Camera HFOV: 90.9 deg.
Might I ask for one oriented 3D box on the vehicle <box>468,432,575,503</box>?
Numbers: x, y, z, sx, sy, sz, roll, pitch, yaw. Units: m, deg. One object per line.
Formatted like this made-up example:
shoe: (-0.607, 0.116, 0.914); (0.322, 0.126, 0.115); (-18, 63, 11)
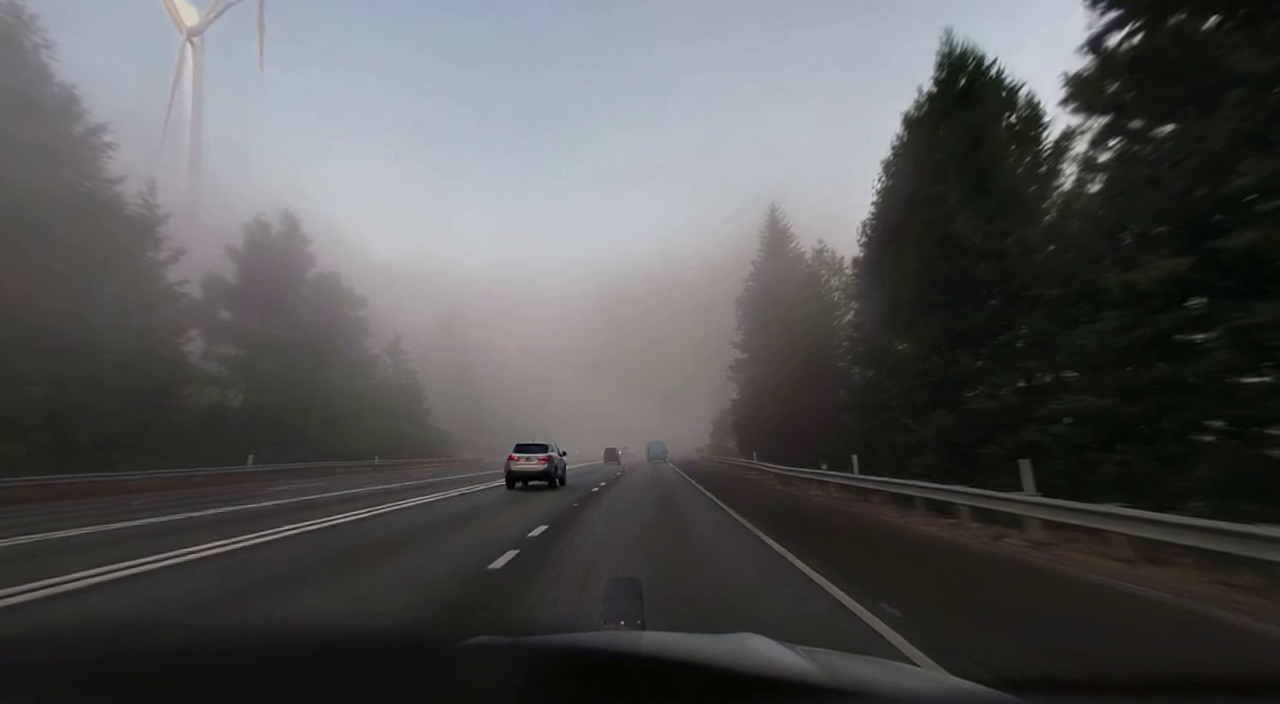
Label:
vehicle: (-3.114, 3.160, 17.531); (2.038, 1.723, 4.150); (-1, -9, 2)
